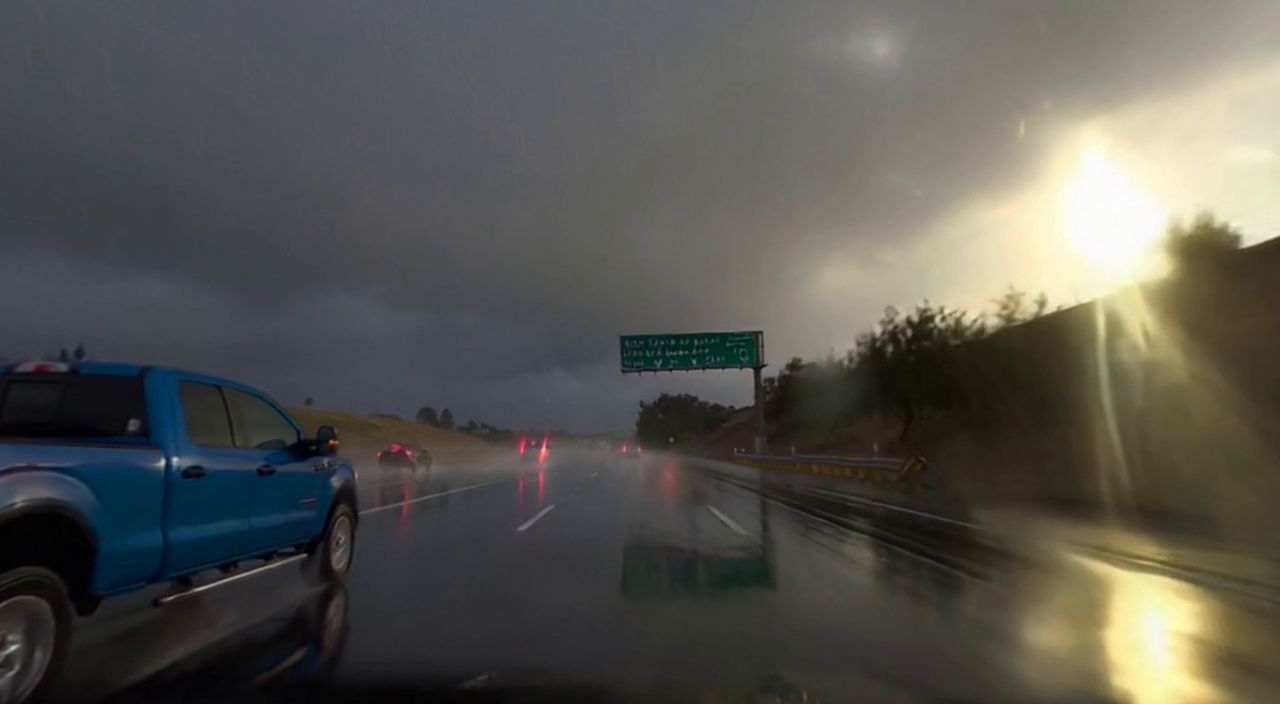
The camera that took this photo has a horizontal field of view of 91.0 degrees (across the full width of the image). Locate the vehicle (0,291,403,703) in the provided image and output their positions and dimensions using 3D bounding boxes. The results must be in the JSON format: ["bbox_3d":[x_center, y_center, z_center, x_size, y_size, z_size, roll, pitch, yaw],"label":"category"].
[{"bbox_3d":[-4.112,1.001,4.664,2.339,2.004,6.171,0,-9,0],"label":"vehicle"}]
